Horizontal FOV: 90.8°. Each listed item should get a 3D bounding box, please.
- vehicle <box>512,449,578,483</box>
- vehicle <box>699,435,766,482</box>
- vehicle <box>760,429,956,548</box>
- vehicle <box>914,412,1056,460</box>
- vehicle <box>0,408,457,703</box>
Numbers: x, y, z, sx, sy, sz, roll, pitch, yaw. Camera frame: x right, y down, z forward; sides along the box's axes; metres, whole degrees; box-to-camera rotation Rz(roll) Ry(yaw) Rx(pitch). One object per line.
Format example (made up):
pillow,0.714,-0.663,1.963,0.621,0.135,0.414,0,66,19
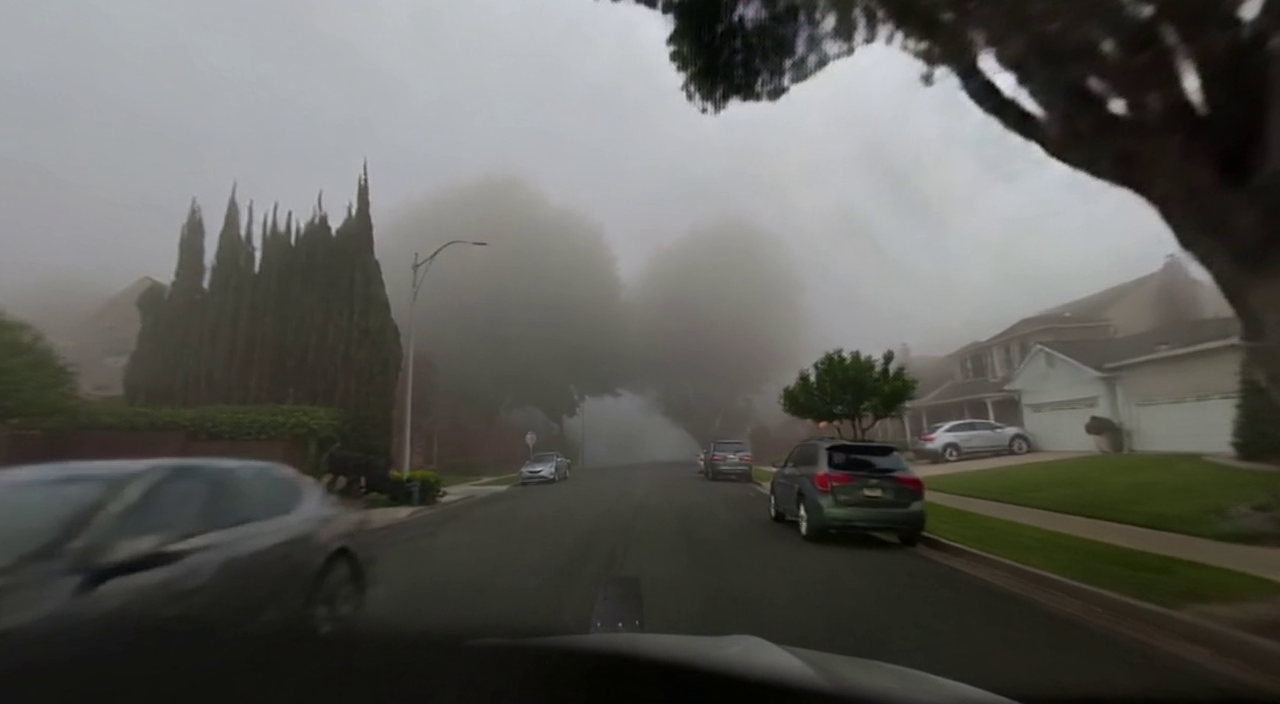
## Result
vehicle,-4.336,5.303,29.563,2.234,1.377,4.413,-2,-10,3
vehicle,4.108,4.856,29.057,2.350,1.912,5.696,0,-8,1
vehicle,3.545,2.296,11.431,2.079,1.651,4.783,0,-8,3
vehicle,13.581,3.317,25.173,4.310,1.805,2.289,-1,-7,6
vehicle,-2.781,1.165,3.441,2.104,1.497,4.781,0,-8,0
